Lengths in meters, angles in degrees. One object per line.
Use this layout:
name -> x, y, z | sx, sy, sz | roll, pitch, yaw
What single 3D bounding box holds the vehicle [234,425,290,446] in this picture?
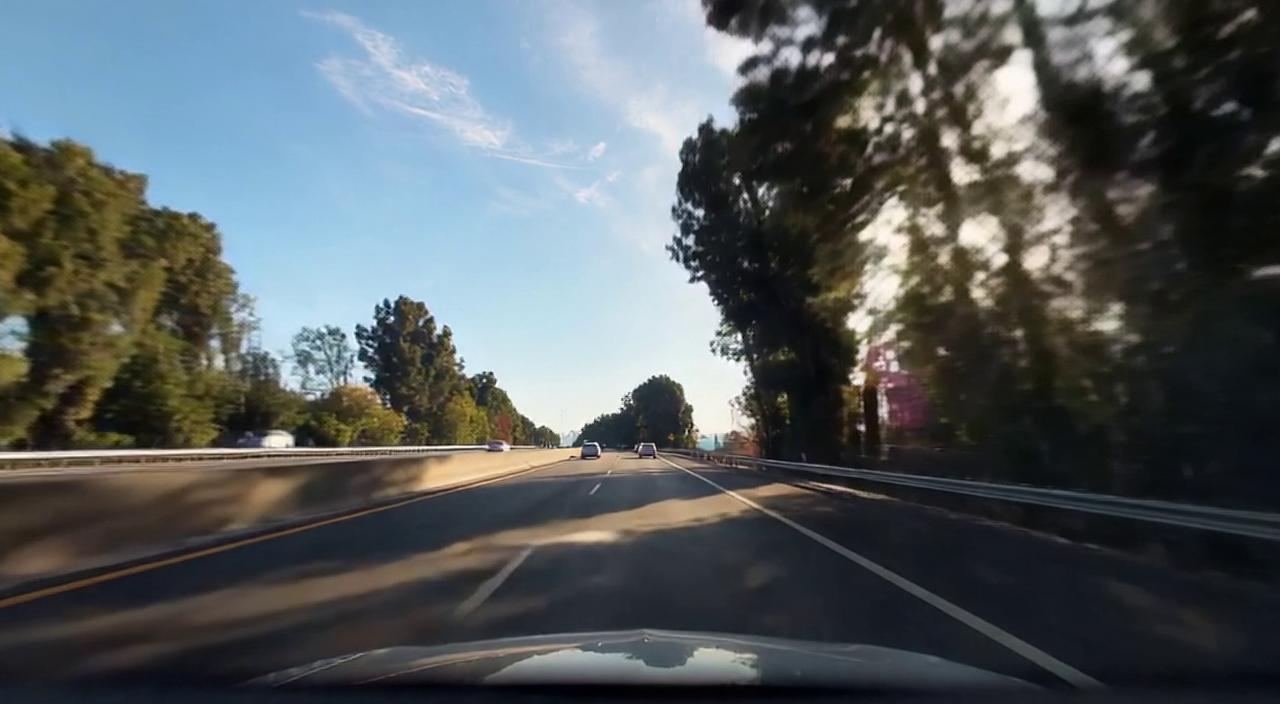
vehicle -> -29.655, 6.608, 49.508 | 1.844, 1.582, 4.193 | 0, -8, -2
